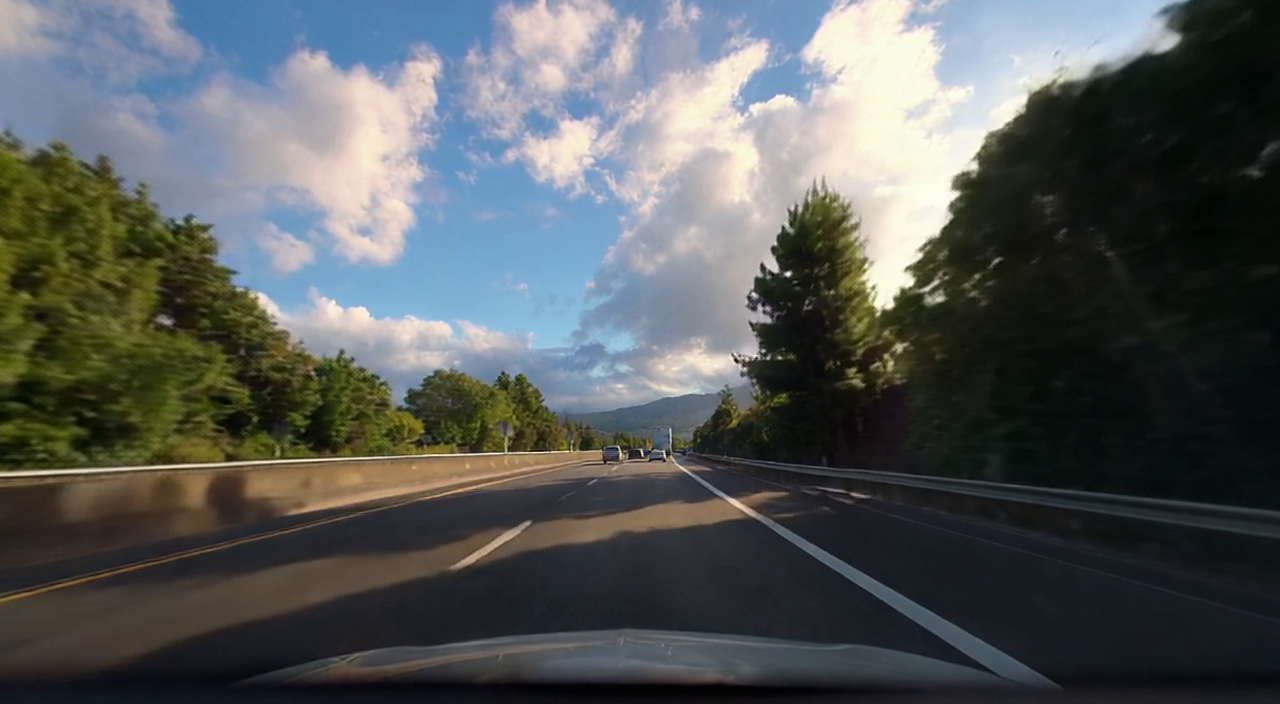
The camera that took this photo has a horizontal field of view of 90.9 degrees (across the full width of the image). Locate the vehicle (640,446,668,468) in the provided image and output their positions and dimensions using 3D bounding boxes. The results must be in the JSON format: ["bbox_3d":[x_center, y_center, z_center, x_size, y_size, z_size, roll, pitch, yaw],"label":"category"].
[{"bbox_3d":[0.997,7.528,45.287,1.934,1.488,3.832,0,-9,0],"label":"vehicle"}]
